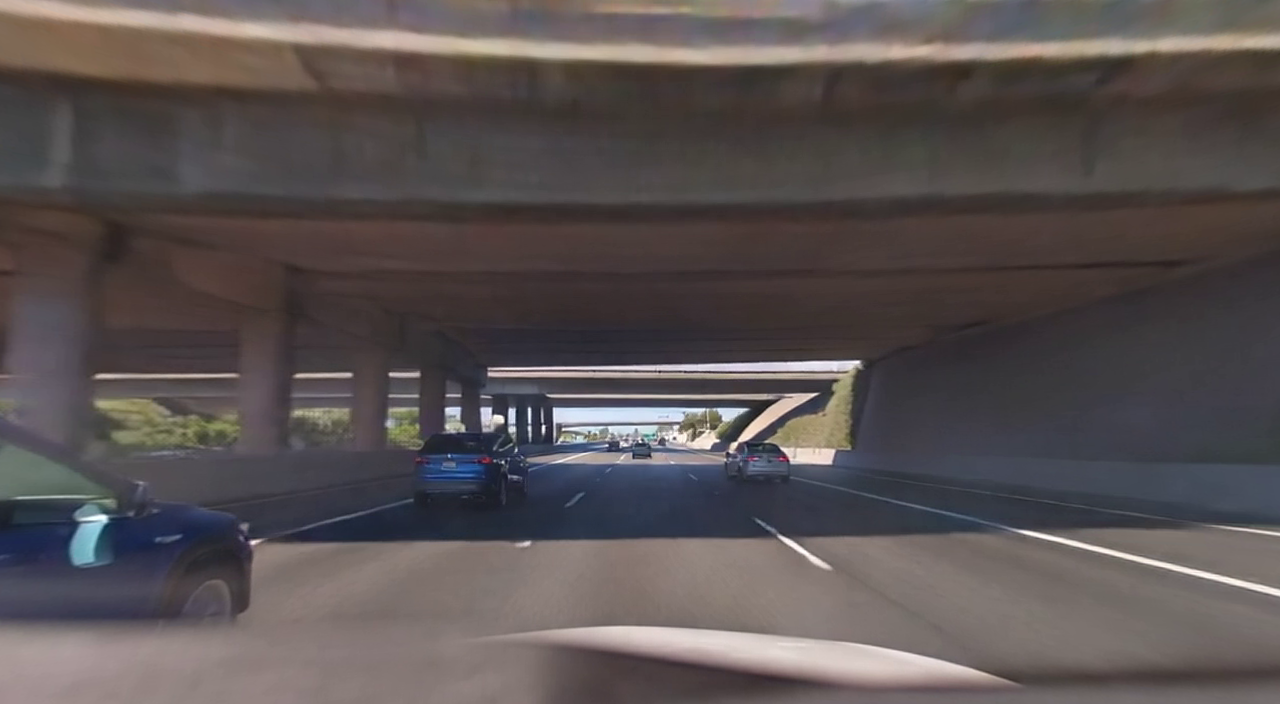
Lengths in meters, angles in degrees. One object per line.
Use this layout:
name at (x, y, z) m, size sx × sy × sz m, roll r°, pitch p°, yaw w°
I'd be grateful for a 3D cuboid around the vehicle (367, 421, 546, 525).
vehicle at (-3.239, 2.233, 12.204) m, size 2.193 × 1.641 × 4.077 m, roll 0°, pitch -8°, yaw 1°

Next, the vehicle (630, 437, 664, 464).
vehicle at (0.506, 7.150, 46.162) m, size 2.428 × 1.841 × 4.402 m, roll 0°, pitch -8°, yaw 1°

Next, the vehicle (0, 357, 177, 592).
vehicle at (-6.572, 0.944, 4.692) m, size 2.327 × 1.958 × 5.113 m, roll 0°, pitch -8°, yaw 0°

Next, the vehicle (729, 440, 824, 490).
vehicle at (4.307, 3.622, 20.686) m, size 2.083 × 1.453 × 4.307 m, roll 0°, pitch -8°, yaw -1°
